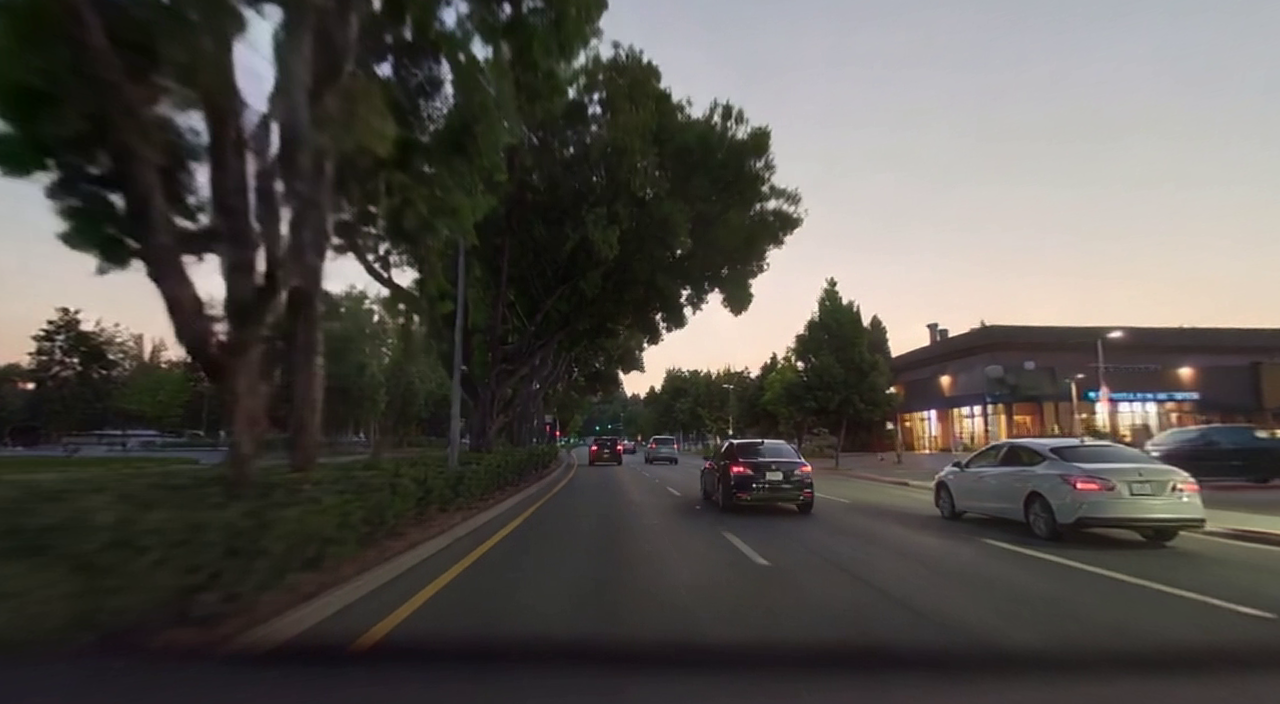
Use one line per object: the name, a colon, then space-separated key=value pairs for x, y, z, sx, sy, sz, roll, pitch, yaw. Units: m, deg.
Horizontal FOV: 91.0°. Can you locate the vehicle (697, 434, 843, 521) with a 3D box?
vehicle: x=2.411 y=2.443 z=12.872 sx=1.883 sy=1.452 sz=4.258 roll=1 pitch=-8 yaw=-3

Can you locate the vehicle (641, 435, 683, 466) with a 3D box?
vehicle: x=1.249 y=5.867 z=37.715 sx=2.000 sy=1.745 sz=4.206 roll=1 pitch=-8 yaw=-5

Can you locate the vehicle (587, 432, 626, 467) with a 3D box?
vehicle: x=-1.897 y=5.441 z=35.202 sx=2.051 sy=1.798 sz=4.168 roll=1 pitch=-8 yaw=-4

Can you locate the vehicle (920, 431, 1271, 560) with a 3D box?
vehicle: x=6.228 y=1.966 z=9.433 sx=1.917 sy=1.457 sz=4.274 roll=1 pitch=-8 yaw=-3
